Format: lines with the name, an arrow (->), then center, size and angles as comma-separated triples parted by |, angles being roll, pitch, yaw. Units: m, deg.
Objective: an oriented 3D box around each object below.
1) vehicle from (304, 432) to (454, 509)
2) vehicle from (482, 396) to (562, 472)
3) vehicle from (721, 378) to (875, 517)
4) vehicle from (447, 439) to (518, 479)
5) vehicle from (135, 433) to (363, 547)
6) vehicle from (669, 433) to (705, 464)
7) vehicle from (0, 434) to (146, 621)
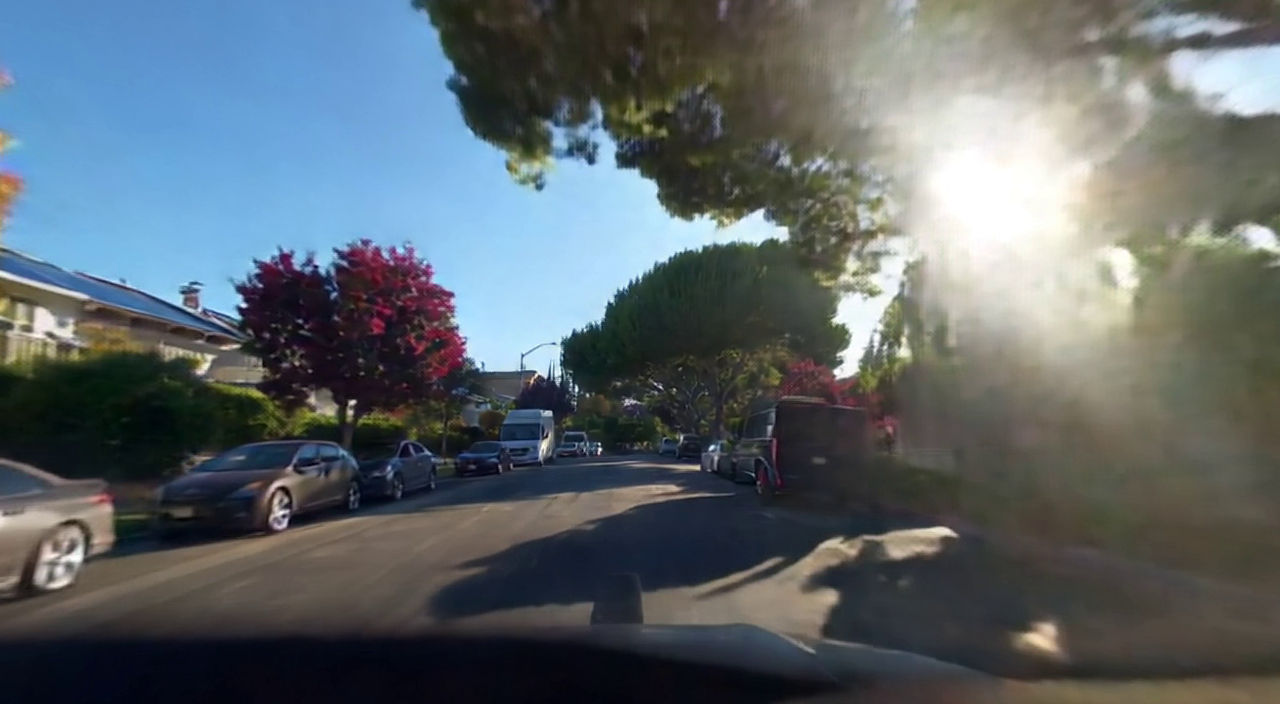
vehicle -> -6.174, 2.833, 15.559 | 1.818, 1.563, 4.483 | -2, -8, 0
vehicle -> -6.249, 4.512, 34.721 | 2.896, 3.648, 8.004 | 0, -8, 0
vehicle -> 3.256, 2.070, 14.173 | 2.215, 2.542, 4.550 | -2, -7, 0
vehicle -> -6.383, 4.336, 25.972 | 1.921, 1.470, 4.068 | 0, -8, -1
vehicle -> -6.269, 2.174, 10.627 | 1.758, 1.519, 3.396 | -2, -7, -2
vehicle -> 2.989, 6.270, 41.210 | 1.965, 1.855, 4.677 | 0, -8, 0
vehicle -> -6.239, 1.443, 4.435 | 1.901, 1.472, 4.676 | -2, -5, -2
